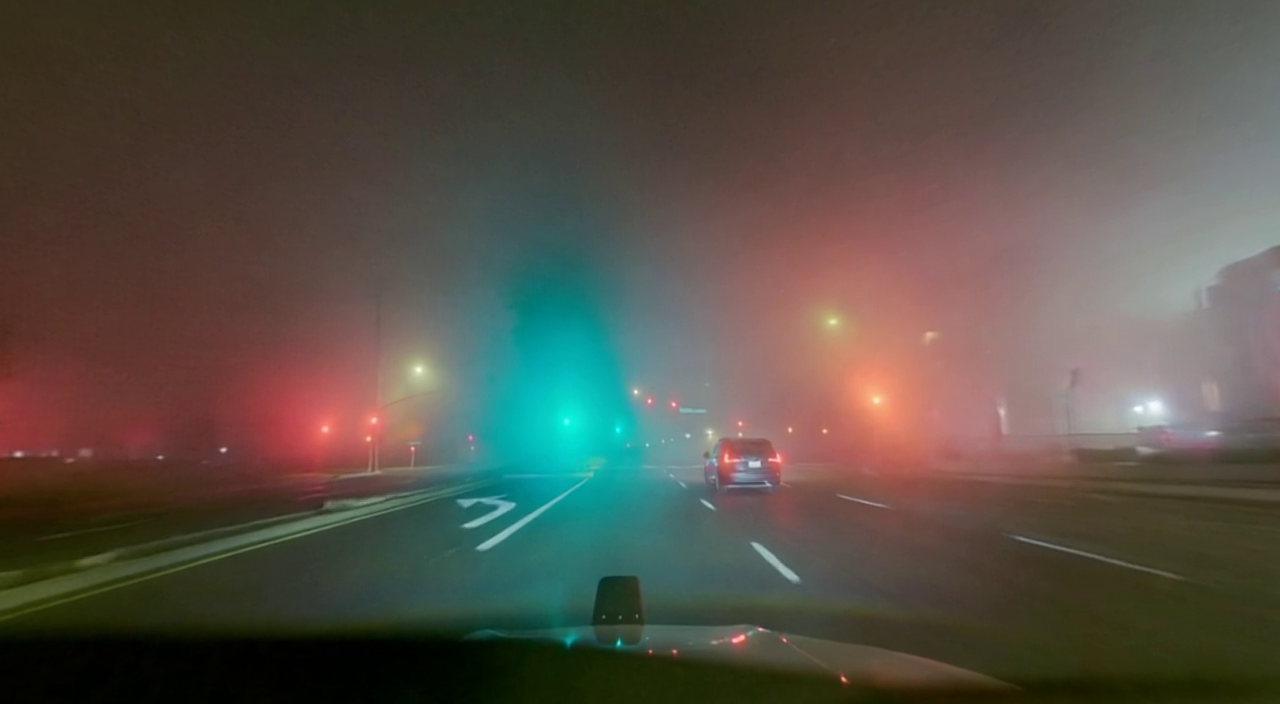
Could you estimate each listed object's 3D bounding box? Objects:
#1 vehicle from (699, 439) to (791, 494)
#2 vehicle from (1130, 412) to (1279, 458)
[{"bbox_3d":[3.014,3.394,19.160,1.964,1.448,4.295,0,-8,-1],"label":"vehicle"},{"bbox_3d":[22.898,3.406,25.758,4.077,1.771,2.032,0,-8,0],"label":"vehicle"}]
